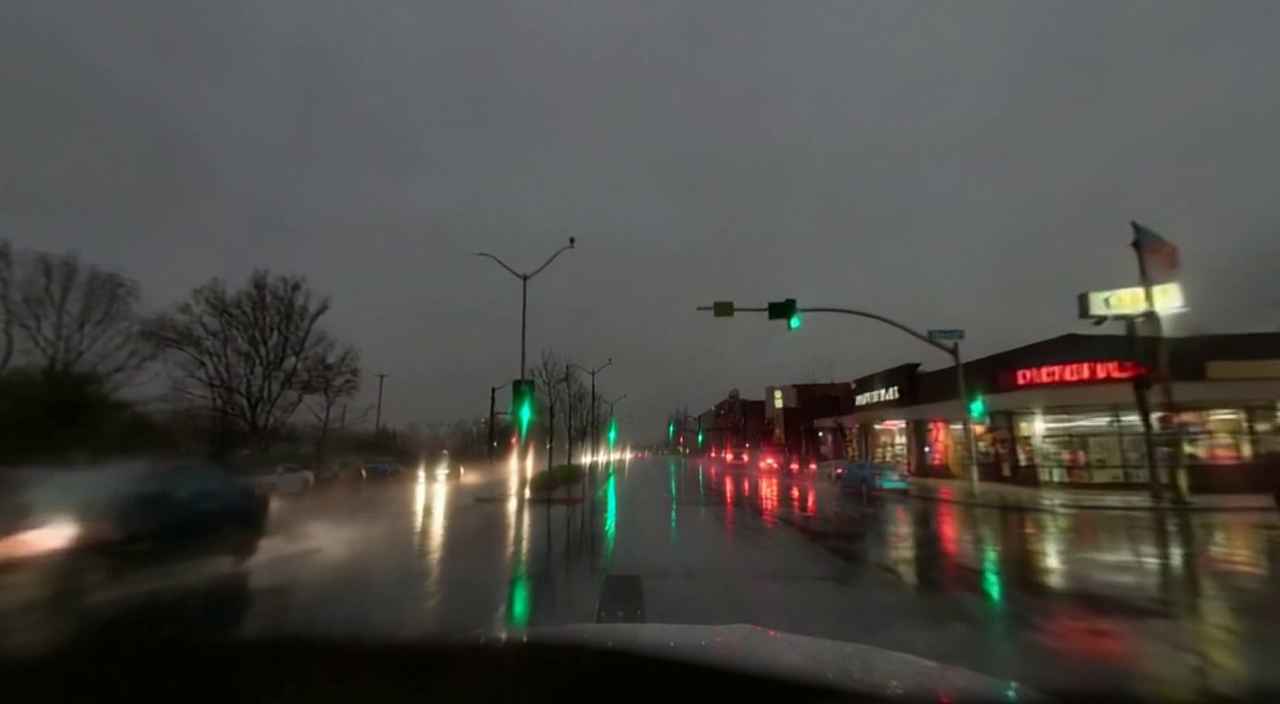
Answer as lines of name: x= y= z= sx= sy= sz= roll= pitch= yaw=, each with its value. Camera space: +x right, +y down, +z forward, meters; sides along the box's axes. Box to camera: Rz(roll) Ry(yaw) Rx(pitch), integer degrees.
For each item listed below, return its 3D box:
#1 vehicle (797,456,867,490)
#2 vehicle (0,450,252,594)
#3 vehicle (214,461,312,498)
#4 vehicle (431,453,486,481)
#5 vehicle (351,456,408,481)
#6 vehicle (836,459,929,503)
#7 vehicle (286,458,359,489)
vehicle: x=9.716 y=6.149 z=32.444 sx=1.913 sy=1.492 sz=4.787 roll=0 pitch=-8 yaw=-2
vehicle: x=-8.214 y=2.235 z=9.216 sx=2.225 sy=1.532 sz=4.486 roll=0 pitch=-8 yaw=0
vehicle: x=-18.105 y=6.107 z=30.653 sx=1.858 sy=1.493 sz=4.721 roll=0 pitch=-8 yaw=-1
vehicle: x=-10.999 y=6.989 z=38.617 sx=1.943 sy=1.501 sz=4.626 roll=0 pitch=-8 yaw=1
vehicle: x=-17.922 y=7.989 z=43.641 sx=1.951 sy=1.524 sz=4.409 roll=0 pitch=-8 yaw=1
vehicle: x=9.683 y=5.166 z=25.694 sx=1.948 sy=1.483 sz=4.645 roll=0 pitch=-8 yaw=0
vehicle: x=-18.177 y=6.935 z=36.379 sx=1.756 sy=1.525 sz=4.355 roll=0 pitch=-8 yaw=3
